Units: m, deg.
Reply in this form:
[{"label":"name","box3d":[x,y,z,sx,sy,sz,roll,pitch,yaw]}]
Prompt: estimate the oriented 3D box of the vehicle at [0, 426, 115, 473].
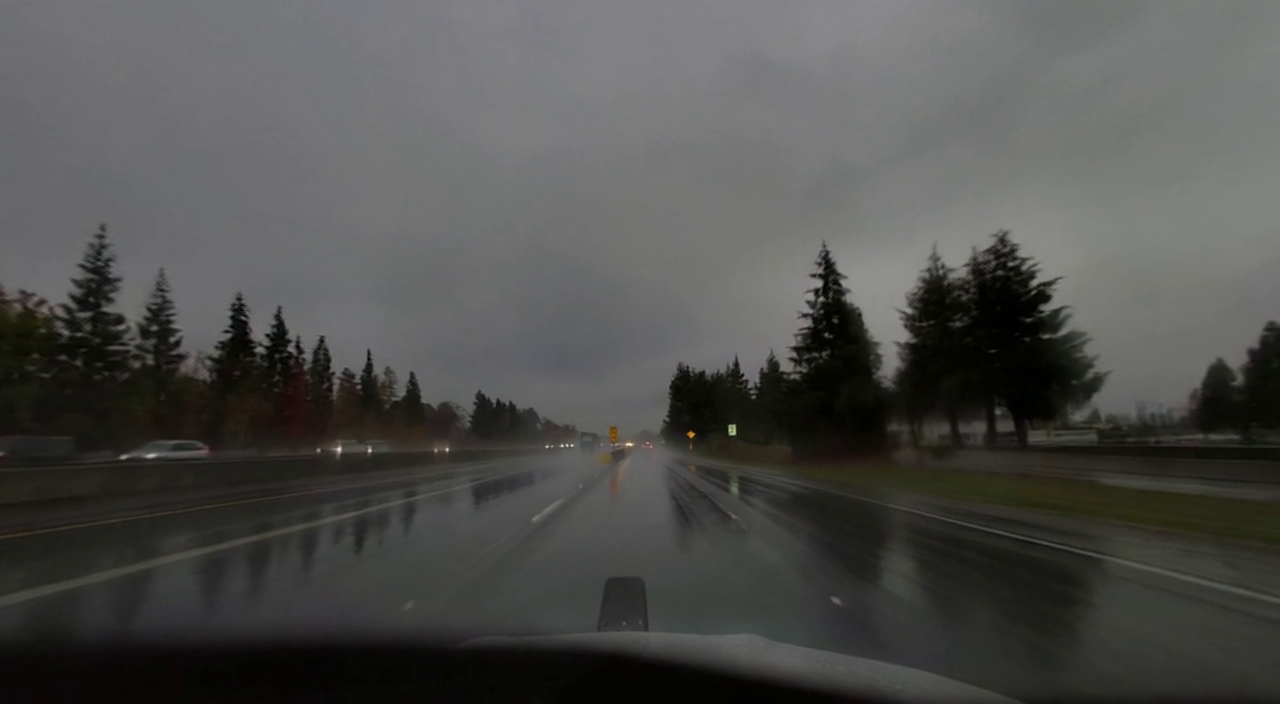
[{"label":"vehicle","box3d":[-39.207,6.214,40.338,3.153,2.743,9.365,0,-8,0]}]
